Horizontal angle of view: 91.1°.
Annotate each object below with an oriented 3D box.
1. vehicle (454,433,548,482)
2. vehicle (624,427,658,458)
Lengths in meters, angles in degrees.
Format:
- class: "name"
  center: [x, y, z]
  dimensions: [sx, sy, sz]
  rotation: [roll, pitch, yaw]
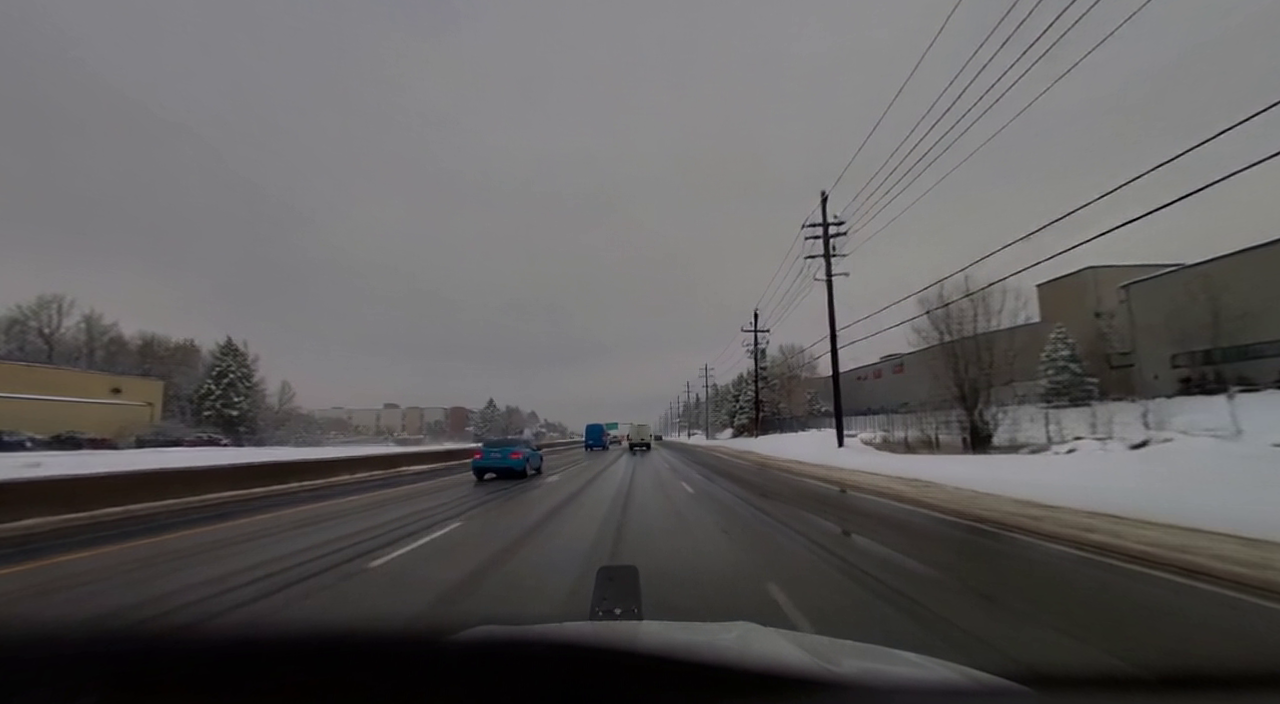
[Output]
- class: "vehicle"
  center: [-4.644, 3.584, 21.837]
  dimensions: [2.087, 1.464, 4.853]
  rotation: [0, -8, 1]
- class: "vehicle"
  center: [0.017, 6.245, 43.534]
  dimensions: [2.213, 1.997, 4.456]
  rotation: [0, -8, -1]
